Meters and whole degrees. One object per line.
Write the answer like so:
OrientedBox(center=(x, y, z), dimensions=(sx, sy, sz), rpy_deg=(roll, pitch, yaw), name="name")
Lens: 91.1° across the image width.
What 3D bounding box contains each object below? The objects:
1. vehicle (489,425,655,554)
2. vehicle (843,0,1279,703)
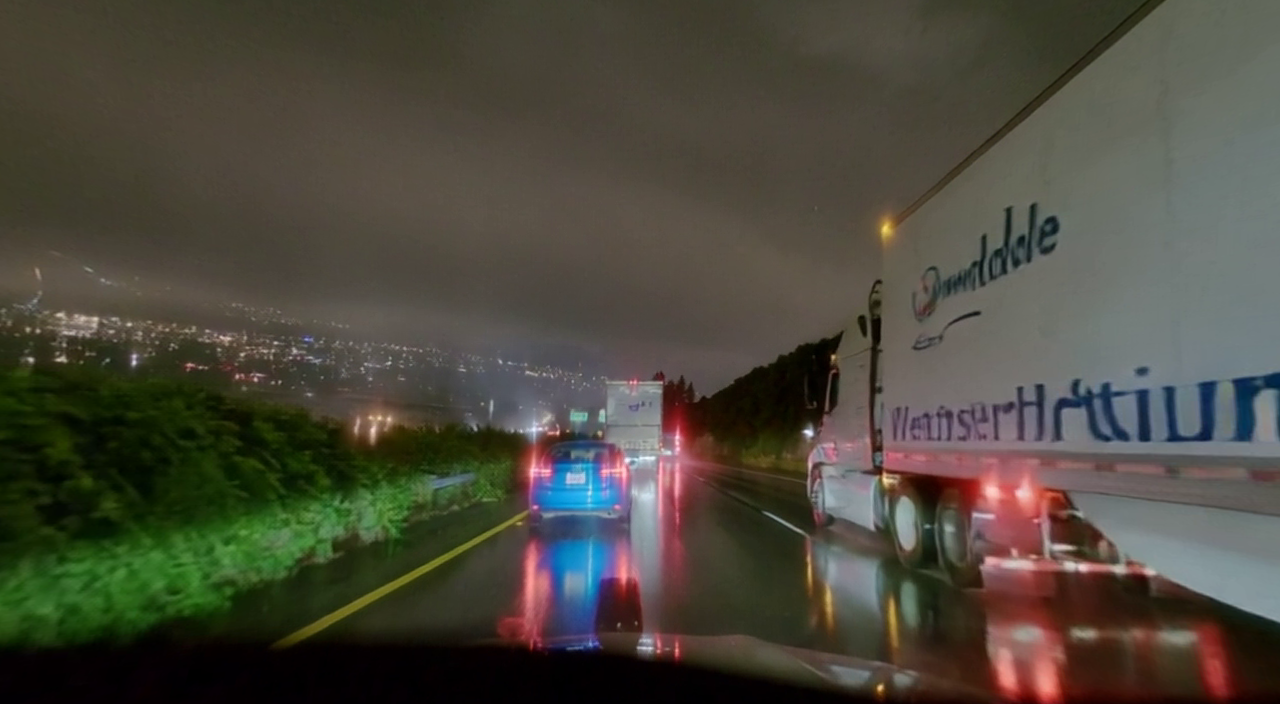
OrientedBox(center=(-0.809, 2.004, 9.761), dimensions=(2.038, 1.582, 3.729), rpy_deg=(-1, -9, 2), name="vehicle")
OrientedBox(center=(4.873, -0.127, 3.381), dimensions=(2.825, 4.043, 14.051), rpy_deg=(0, -9, 0), name="vehicle")
